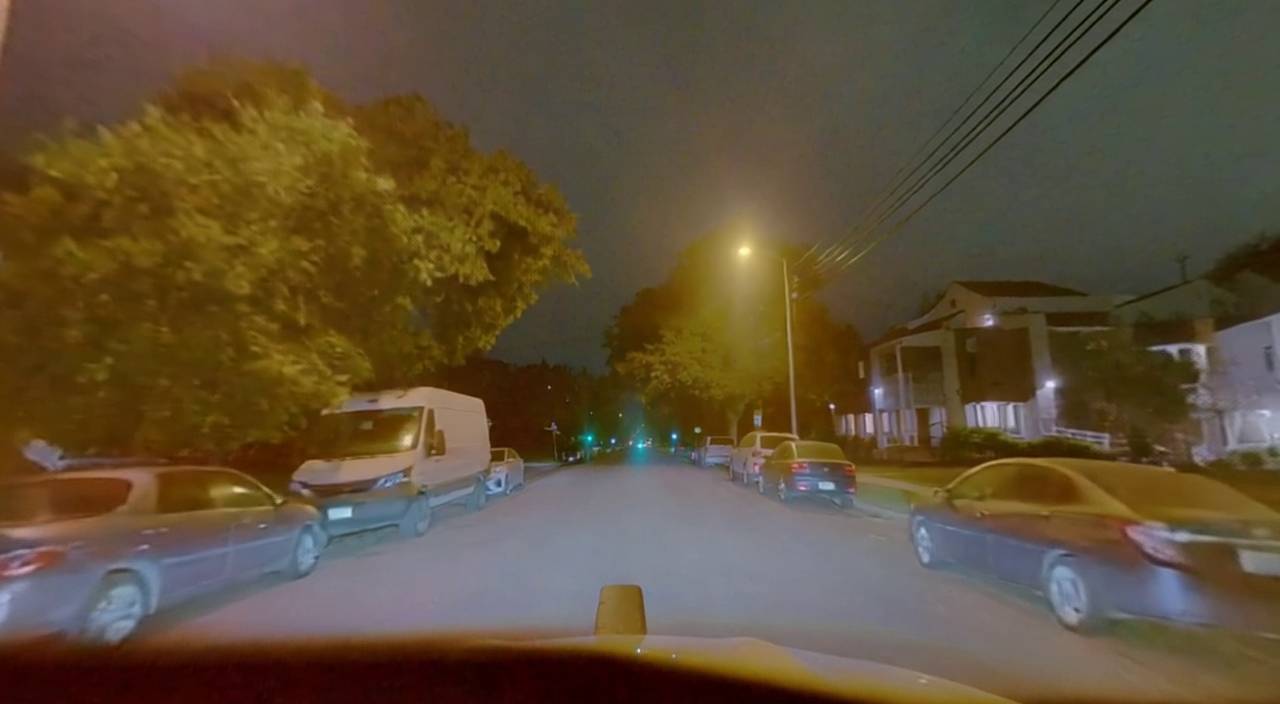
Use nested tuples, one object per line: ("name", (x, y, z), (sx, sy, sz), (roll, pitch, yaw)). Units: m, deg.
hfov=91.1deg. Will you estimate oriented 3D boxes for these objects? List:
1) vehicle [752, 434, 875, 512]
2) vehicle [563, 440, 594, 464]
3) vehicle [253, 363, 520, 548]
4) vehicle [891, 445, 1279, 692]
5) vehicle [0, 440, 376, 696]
("vehicle", (4.081, 2.880, 15.558), (1.839, 1.520, 4.498), (3, -8, 1))
("vehicle", (-4.338, 7.098, 44.798), (1.870, 1.562, 4.212), (-1, -8, -1))
("vehicle", (-4.395, 1.955, 12.410), (2.470, 2.613, 5.989), (-4, -8, 4))
("vehicle", (4.133, 1.601, 5.805), (1.846, 1.351, 4.272), (3, -8, -1))
("vehicle", (-4.816, 1.759, 6.483), (2.023, 1.568, 4.942), (-3, -8, 1))
